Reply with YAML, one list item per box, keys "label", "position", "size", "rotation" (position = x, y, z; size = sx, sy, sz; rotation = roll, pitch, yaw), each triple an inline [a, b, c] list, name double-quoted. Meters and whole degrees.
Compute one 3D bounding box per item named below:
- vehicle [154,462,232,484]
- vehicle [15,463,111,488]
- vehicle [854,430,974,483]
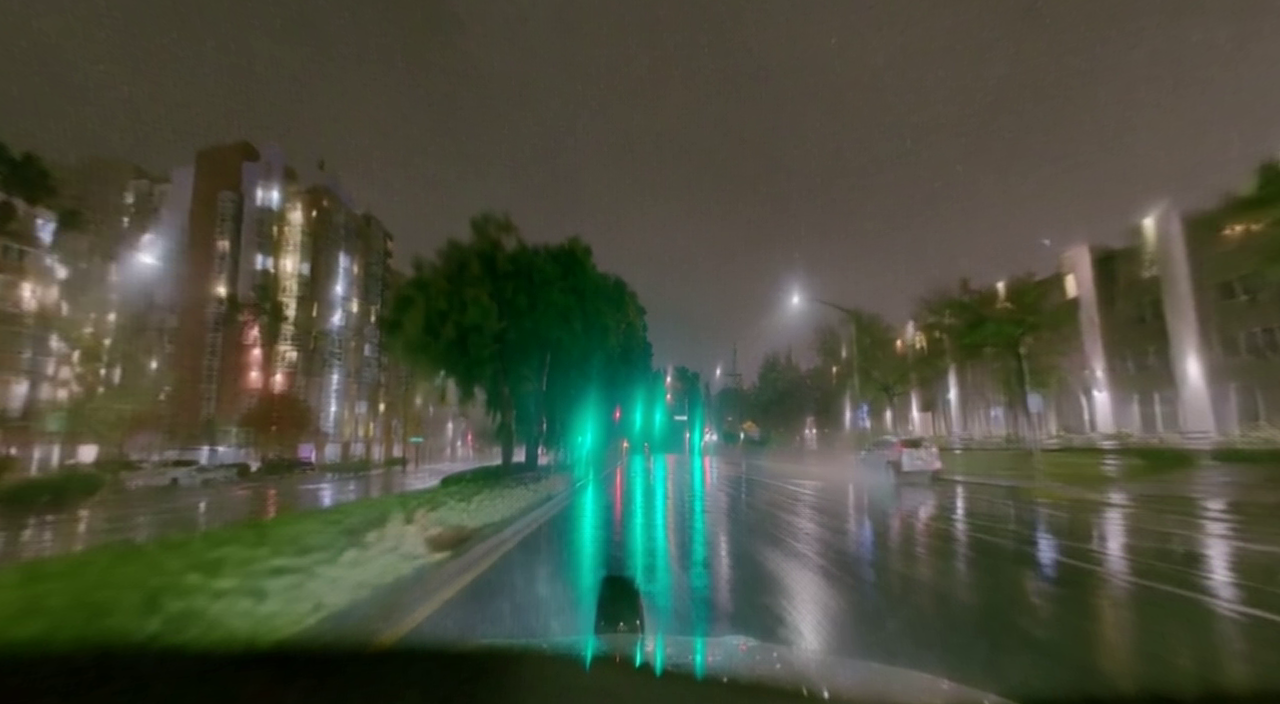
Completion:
- label: "vehicle"
  position: [-30.732, 8.315, 43.525]
  size: [3.930, 1.431, 1.645]
  rotation: [2, -9, -12]
- label: "vehicle"
  position: [-45.136, 9.653, 49.536]
  size: [5.340, 1.609, 2.171]
  rotation: [6, -12, -41]
- label: "vehicle"
  position: [9.994, 3.858, 23.576]
  size: [2.051, 1.726, 4.898]
  rotation: [1, -8, -3]
